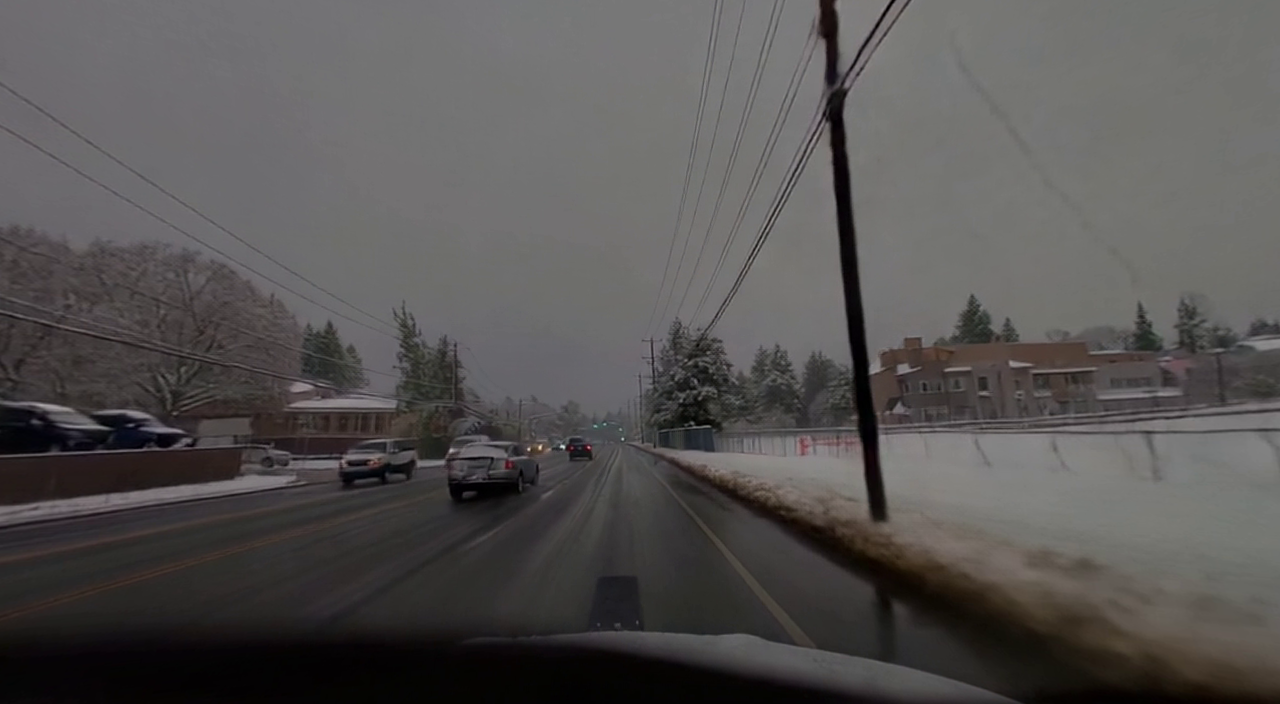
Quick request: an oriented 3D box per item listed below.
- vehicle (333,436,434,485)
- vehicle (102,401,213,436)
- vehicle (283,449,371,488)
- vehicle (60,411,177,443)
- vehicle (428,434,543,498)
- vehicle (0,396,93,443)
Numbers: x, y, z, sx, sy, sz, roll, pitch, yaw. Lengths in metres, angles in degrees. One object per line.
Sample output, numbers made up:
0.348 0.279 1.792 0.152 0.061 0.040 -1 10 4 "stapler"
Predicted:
-10.633 4.520 26.570 2.206 1.845 4.917 1 -8 -1 "vehicle"
-24.584 3.427 32.198 3.949 1.754 2.074 0 -7 0 "vehicle"
-14.637 5.427 29.748 2.081 1.515 4.307 -3 -8 -2 "vehicle"
-24.967 3.620 30.274 3.898 1.463 1.839 1 -8 -2 "vehicle"
-4.022 3.046 17.273 2.020 1.489 4.469 0 -8 0 "vehicle"
-24.873 2.656 24.714 4.635 1.737 2.146 1 -8 -4 "vehicle"
